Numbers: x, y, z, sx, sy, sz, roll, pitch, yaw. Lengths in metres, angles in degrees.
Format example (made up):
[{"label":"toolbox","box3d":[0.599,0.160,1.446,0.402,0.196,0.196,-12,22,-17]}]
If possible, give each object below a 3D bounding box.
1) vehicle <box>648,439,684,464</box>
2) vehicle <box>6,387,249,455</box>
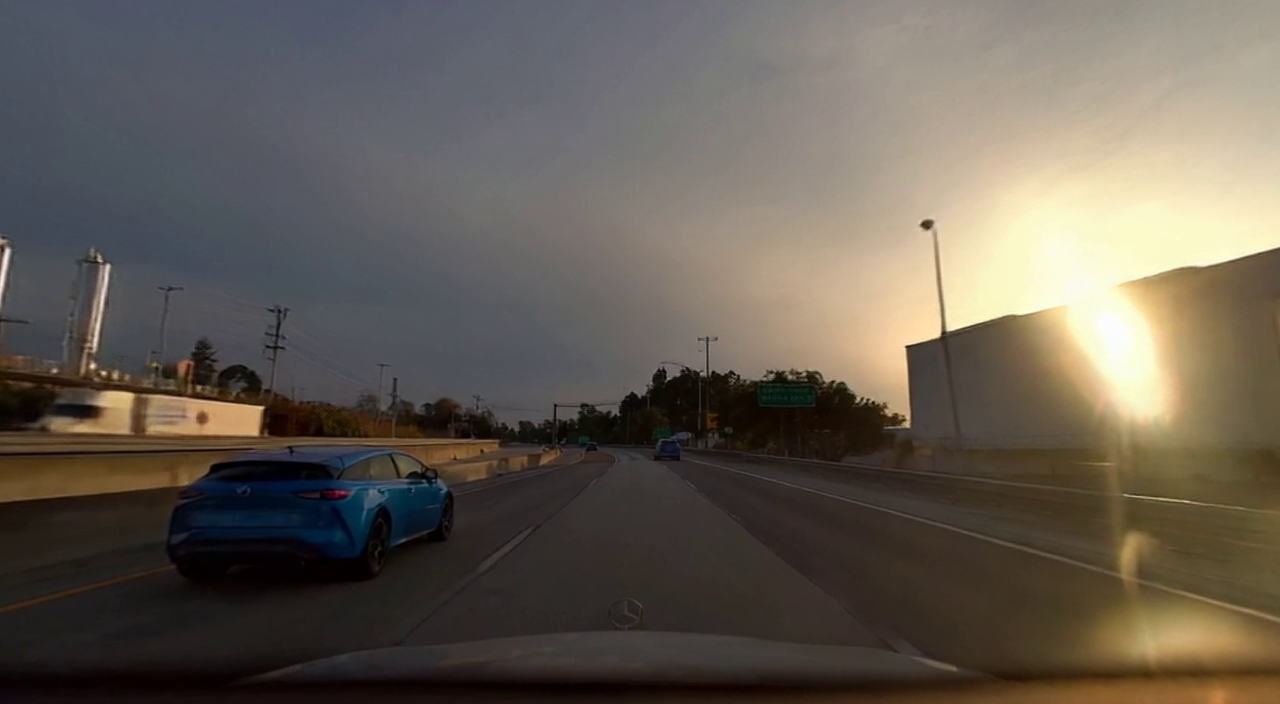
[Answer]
[{"label":"vehicle","box3d":[1.940,7.604,48.348,2.296,1.790,5.067,0,-9,-3]},{"label":"vehicle","box3d":[-25.912,3.824,33.161,2.934,2.961,11.154,0,-8,4]}]
